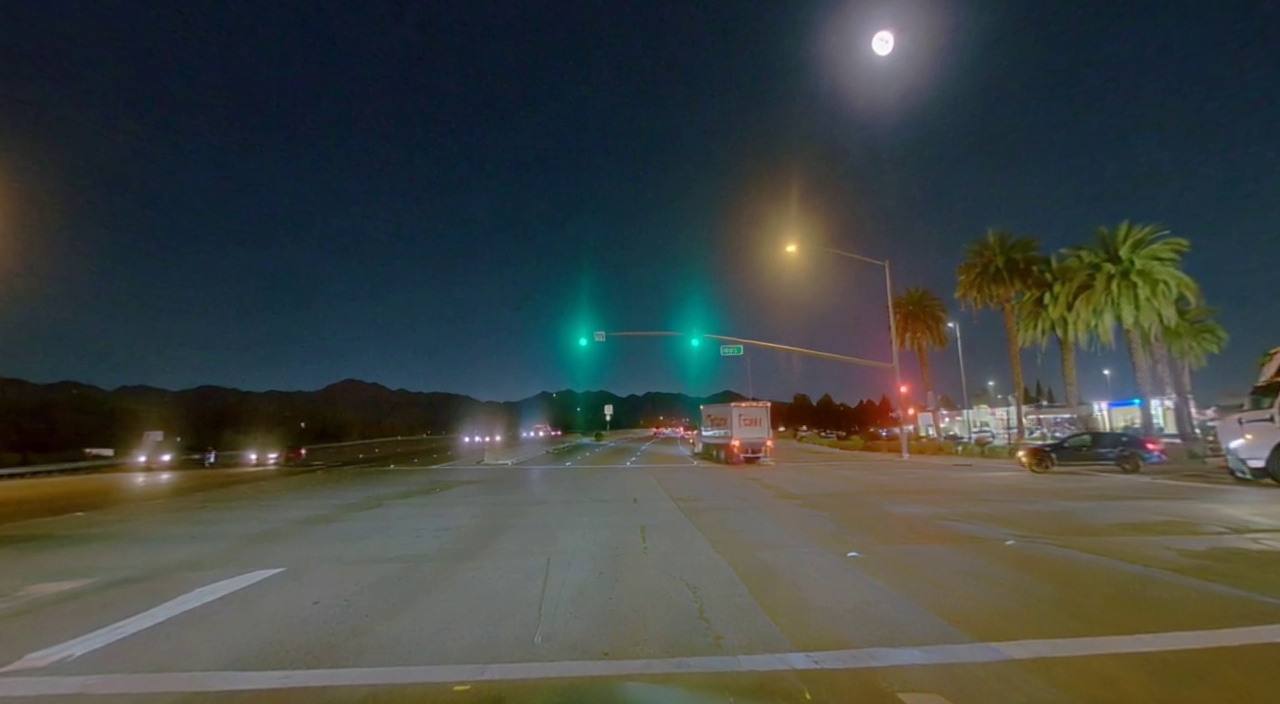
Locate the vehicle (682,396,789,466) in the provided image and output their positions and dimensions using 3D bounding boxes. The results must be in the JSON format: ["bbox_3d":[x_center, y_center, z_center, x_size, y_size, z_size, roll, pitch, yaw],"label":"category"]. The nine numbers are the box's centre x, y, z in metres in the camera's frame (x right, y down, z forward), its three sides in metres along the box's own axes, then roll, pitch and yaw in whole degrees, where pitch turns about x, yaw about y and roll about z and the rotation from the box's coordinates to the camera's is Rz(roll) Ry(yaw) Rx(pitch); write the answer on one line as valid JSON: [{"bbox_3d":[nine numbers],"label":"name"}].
[{"bbox_3d":[5.038,4.459,34.890,3.237,3.414,7.088,2,-9,-15],"label":"vehicle"}]

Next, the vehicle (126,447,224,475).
[{"bbox_3d":[-26.237,6.160,35.674,1.868,1.469,4.746,0,-9,1],"label":"vehicle"}]

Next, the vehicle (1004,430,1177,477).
[{"bbox_3d":[15.546,3.531,22.022,4.508,1.493,1.907,-3,-9,22],"label":"vehicle"}]
